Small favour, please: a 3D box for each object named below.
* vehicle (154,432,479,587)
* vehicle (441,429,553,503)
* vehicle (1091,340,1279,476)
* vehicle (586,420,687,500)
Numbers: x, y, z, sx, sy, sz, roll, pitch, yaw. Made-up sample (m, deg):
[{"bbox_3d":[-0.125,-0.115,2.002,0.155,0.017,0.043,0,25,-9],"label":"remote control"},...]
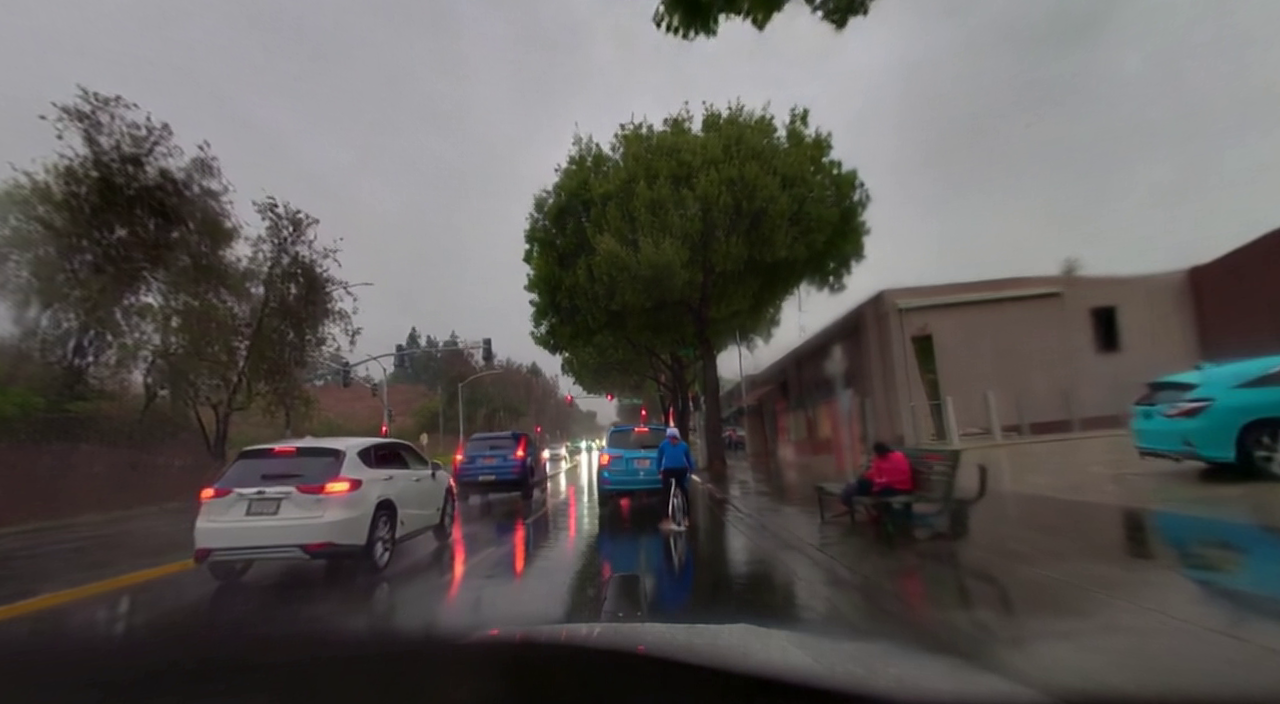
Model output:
[{"bbox_3d":[-3.685,1.855,8.284,2.064,1.486,4.140,0,-9,0],"label":"vehicle"},{"bbox_3d":[-3.753,3.085,17.482,2.046,1.750,4.452,0,-9,0],"label":"vehicle"},{"bbox_3d":[8.441,0.758,7.886,4.159,1.416,2.049,1,-9,-7],"label":"vehicle"},{"bbox_3d":[-0.123,2.979,17.733,2.426,1.882,5.027,0,-9,-1],"label":"vehicle"}]
